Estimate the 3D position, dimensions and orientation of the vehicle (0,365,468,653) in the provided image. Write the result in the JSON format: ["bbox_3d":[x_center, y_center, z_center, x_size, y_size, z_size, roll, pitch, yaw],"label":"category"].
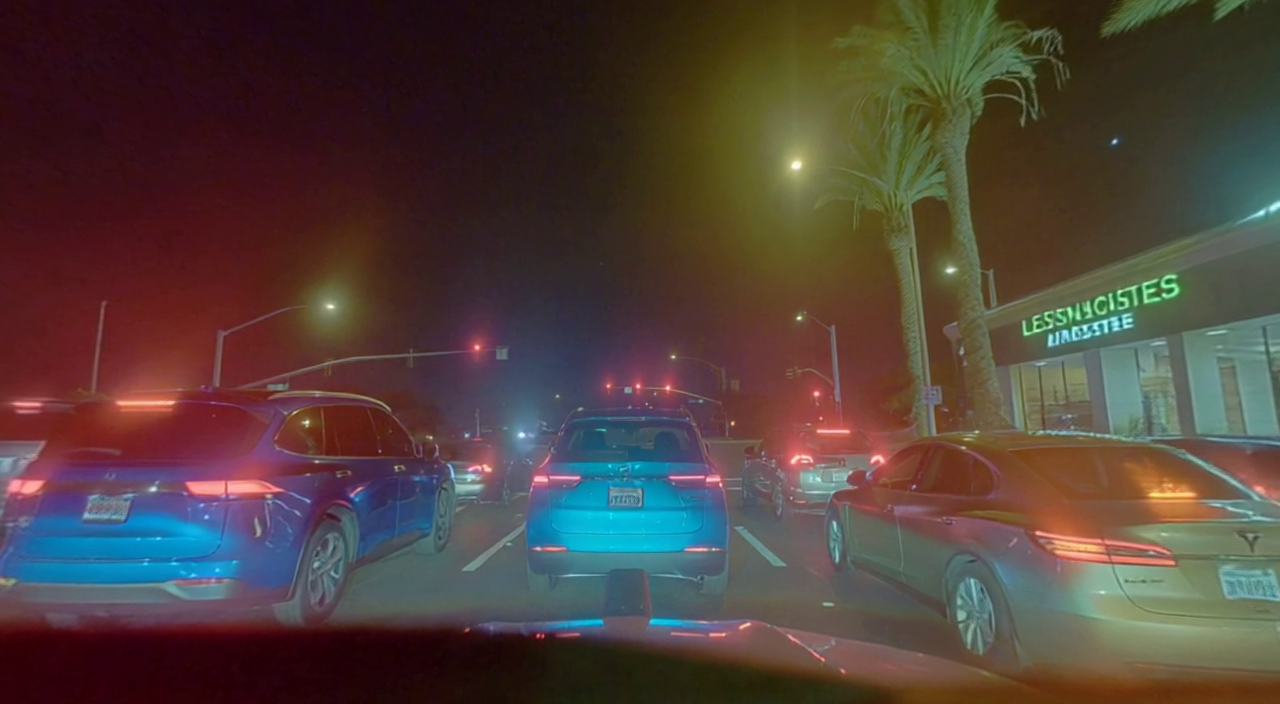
[{"bbox_3d":[-3.346,1.276,6.124,2.014,1.755,4.360,0,-8,1],"label":"vehicle"}]

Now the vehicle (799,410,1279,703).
[{"bbox_3d":[2.967,1.362,5.249,2.017,1.491,4.611,0,-8,-1],"label":"vehicle"}]

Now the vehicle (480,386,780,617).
[{"bbox_3d":[-0.130,1.457,7.060,2.280,1.747,4.361,0,-8,-2],"label":"vehicle"}]
